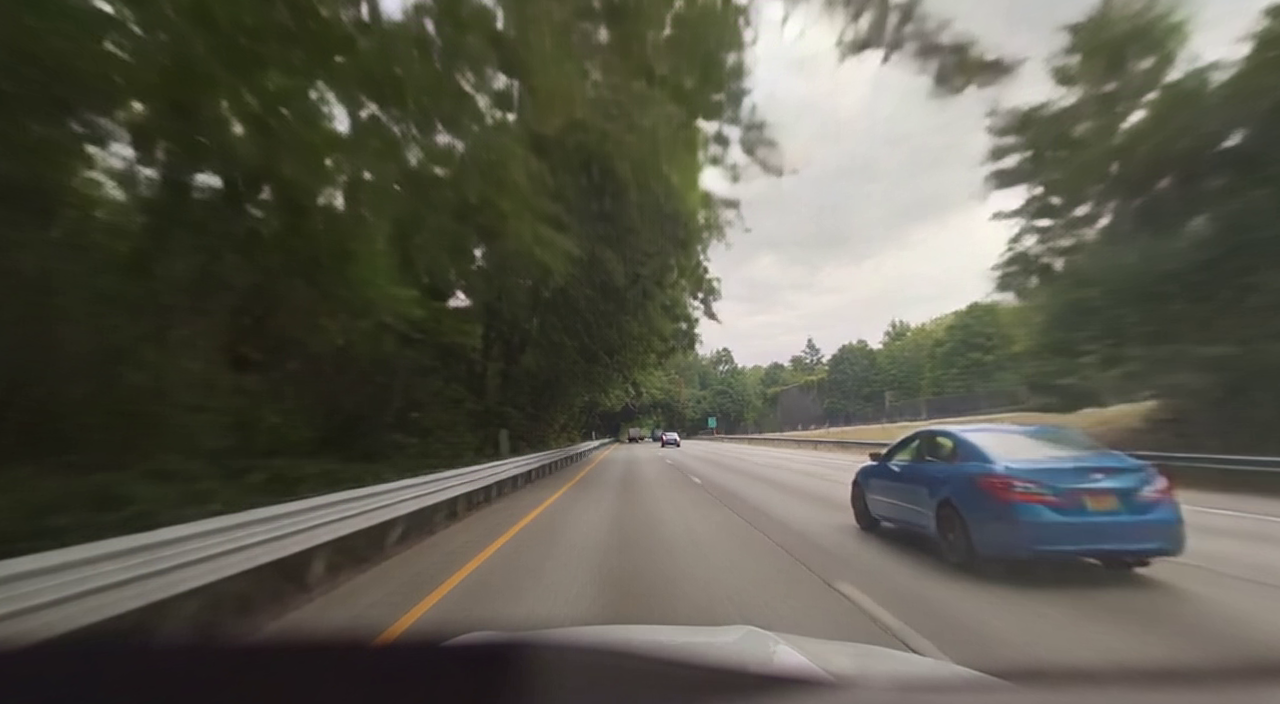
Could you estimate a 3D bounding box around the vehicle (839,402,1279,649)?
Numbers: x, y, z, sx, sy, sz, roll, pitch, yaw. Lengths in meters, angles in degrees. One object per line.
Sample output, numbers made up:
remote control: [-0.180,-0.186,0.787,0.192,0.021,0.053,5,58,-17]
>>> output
vehicle: [3.718,1.366,6.151,2.017,1.502,4.369,0,-8,-2]
